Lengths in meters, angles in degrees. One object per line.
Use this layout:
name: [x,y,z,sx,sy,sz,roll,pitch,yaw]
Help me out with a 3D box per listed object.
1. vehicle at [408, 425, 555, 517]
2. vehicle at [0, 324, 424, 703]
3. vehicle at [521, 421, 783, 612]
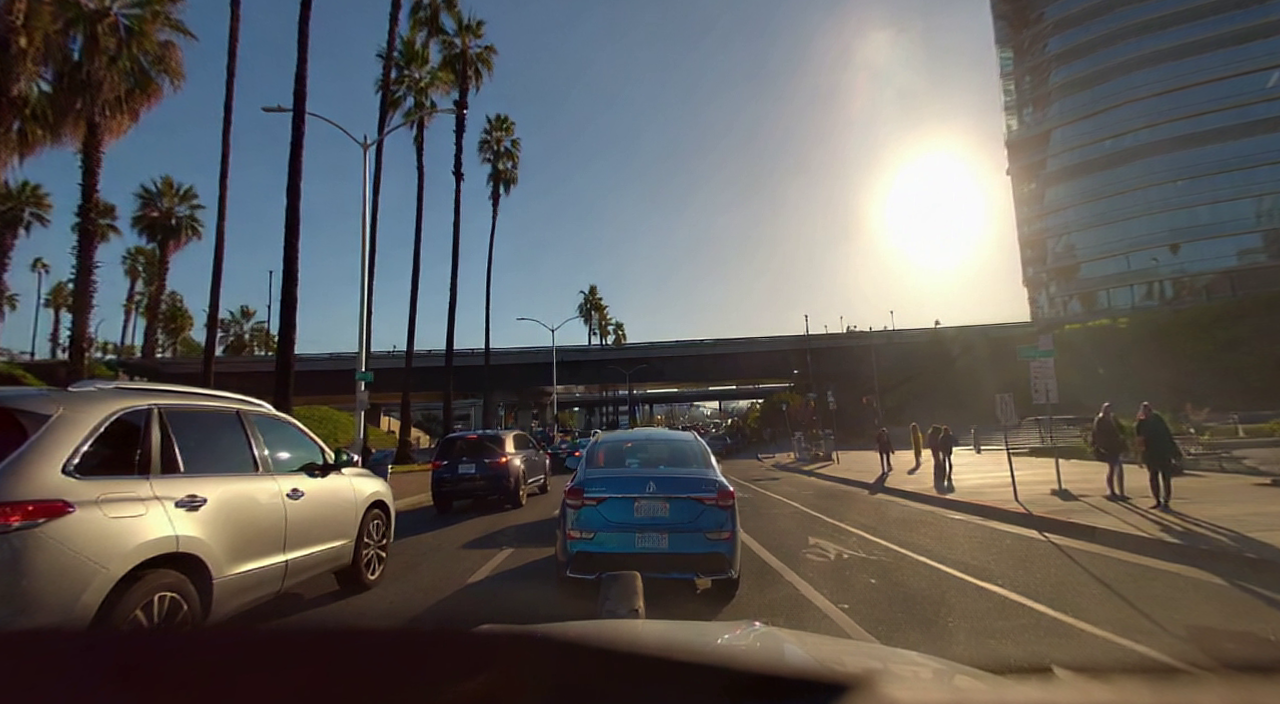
vehicle: [-3.161,2.467,13.551,1.955,1.637,4.032,0,-8,2]
vehicle: [-3.249,1.074,4.190,2.014,1.740,4.359,0,-8,1]
vehicle: [0.073,1.586,7.039,2.036,1.461,4.129,0,-8,-1]
